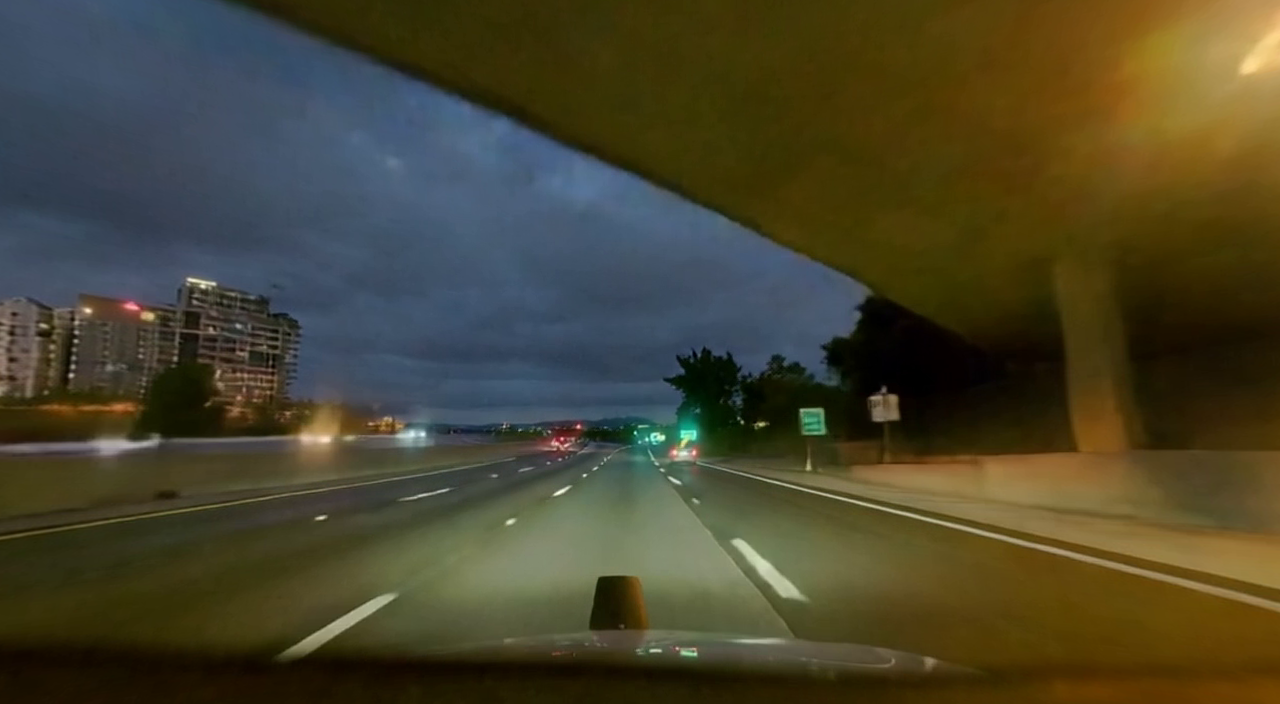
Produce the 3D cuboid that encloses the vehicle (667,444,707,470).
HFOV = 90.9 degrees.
[{"bbox_3d":[2.855,6.487,39.370,2.059,1.509,4.670,0,-8,-1],"label":"vehicle"}]
